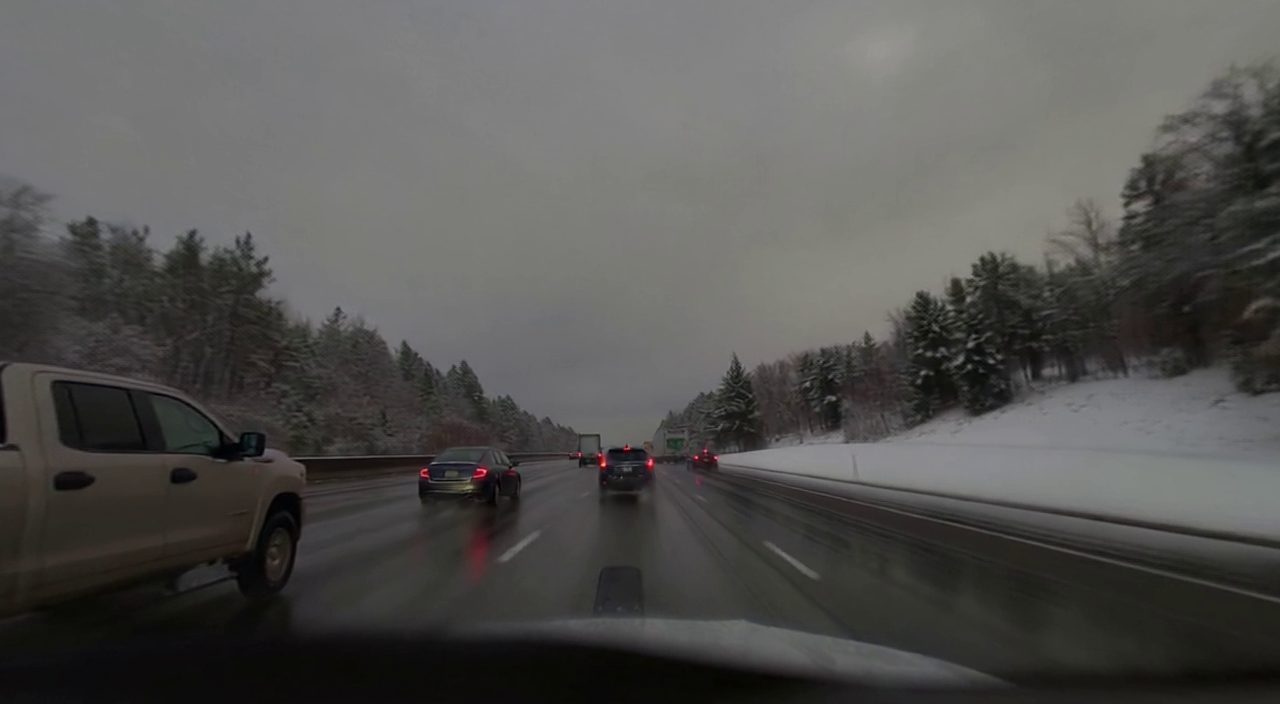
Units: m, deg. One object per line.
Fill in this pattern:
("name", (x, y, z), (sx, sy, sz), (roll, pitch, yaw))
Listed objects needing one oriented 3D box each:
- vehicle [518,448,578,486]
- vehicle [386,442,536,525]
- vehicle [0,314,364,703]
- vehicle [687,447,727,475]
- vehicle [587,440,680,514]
("vehicle", (-3.872, 4.932, 27.318), (1.999, 1.484, 4.269), (0, -9, 0))
("vehicle", (-3.678, 2.790, 13.946), (1.988, 1.501, 4.438), (0, -9, 0))
("vehicle", (-3.890, 0.949, 3.728), (2.243, 1.889, 4.949), (0, -9, 0))
("vehicle", (3.894, 6.449, 37.369), (1.858, 1.537, 3.838), (0, -9, -1))
("vehicle", (-0.151, 2.963, 15.301), (1.996, 1.574, 3.426), (0, -9, 0))
